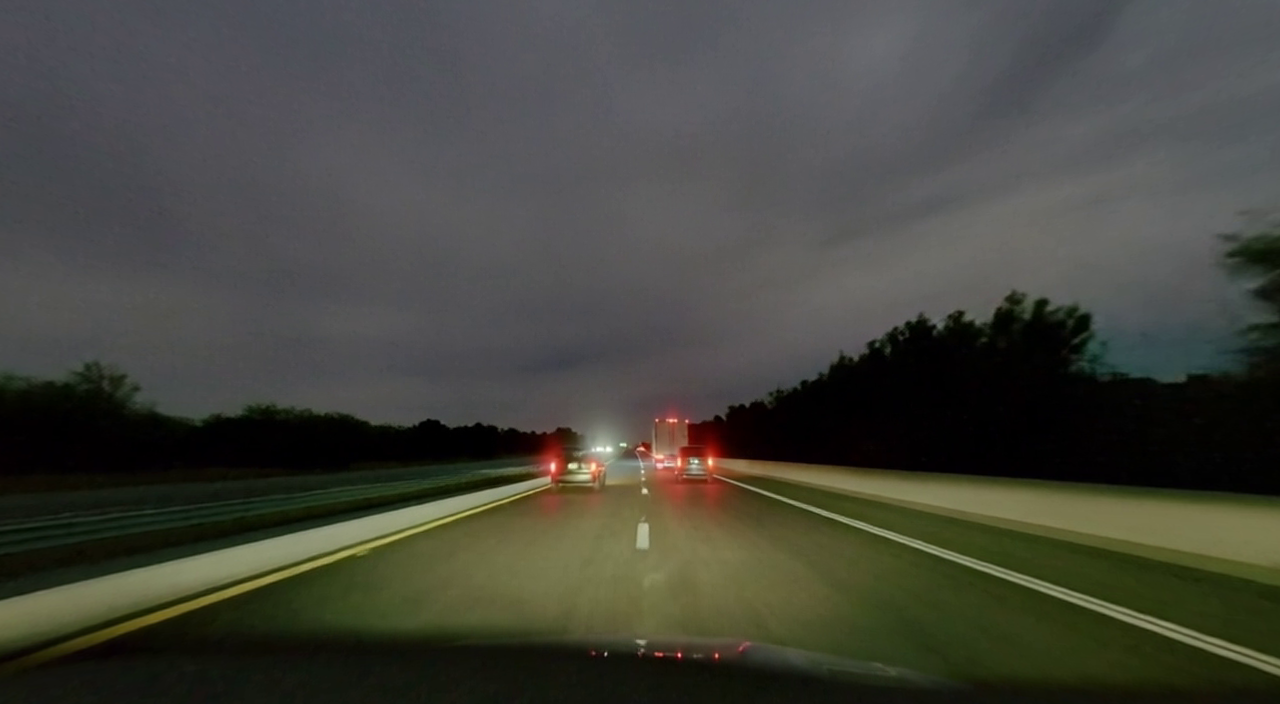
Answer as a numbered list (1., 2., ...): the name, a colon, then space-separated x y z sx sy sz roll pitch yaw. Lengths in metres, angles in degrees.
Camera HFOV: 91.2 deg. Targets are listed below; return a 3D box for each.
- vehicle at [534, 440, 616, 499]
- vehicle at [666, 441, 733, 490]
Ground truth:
1. vehicle: -1.950 3.751 20.390 2.181 1.653 4.691 0 -9 0
2. vehicle: 2.205 4.372 24.485 2.230 1.715 4.243 0 -9 1
